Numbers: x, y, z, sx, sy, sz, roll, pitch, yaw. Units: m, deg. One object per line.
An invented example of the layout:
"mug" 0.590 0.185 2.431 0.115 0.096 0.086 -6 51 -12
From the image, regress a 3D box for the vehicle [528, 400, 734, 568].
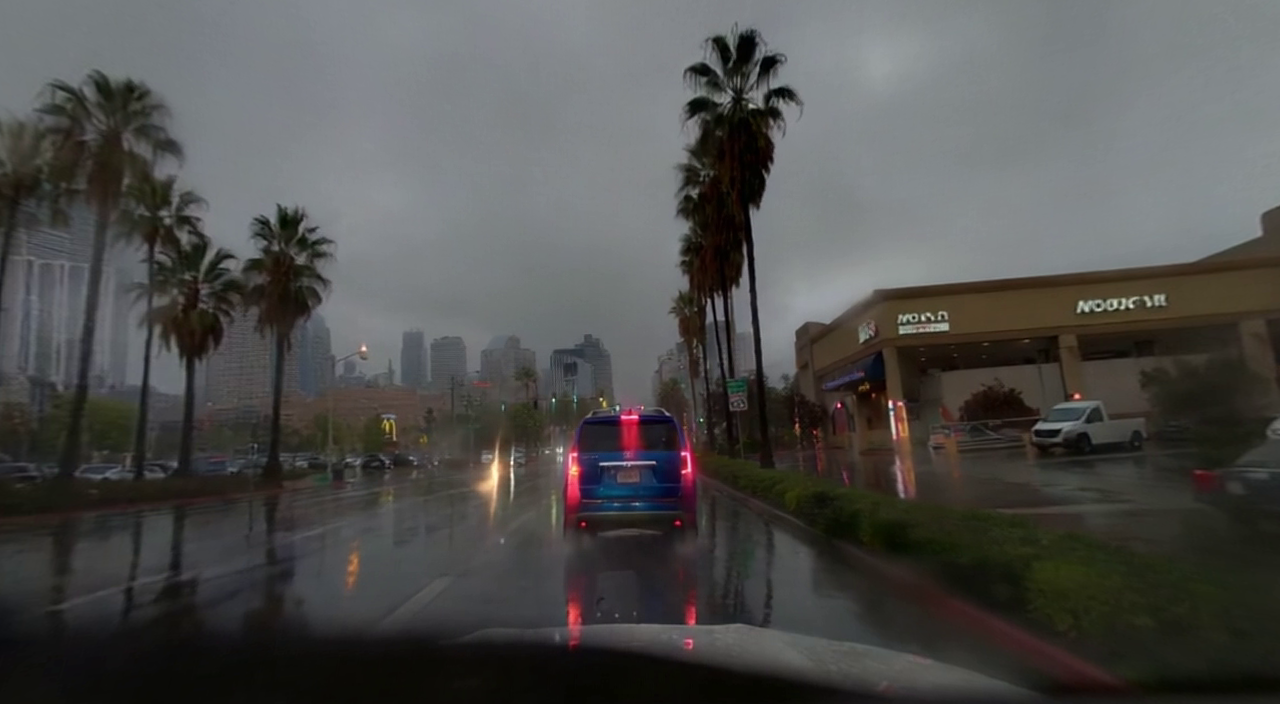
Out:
"vehicle" -0.140 1.732 8.910 2.234 1.818 3.869 0 -9 -1

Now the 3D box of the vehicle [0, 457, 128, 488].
"vehicle" -28.373 5.812 30.578 5.154 1.343 1.943 4 -10 -25

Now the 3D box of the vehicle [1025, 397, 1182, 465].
"vehicle" 16.085 2.800 21.827 6.060 2.047 2.490 6 -11 -36
